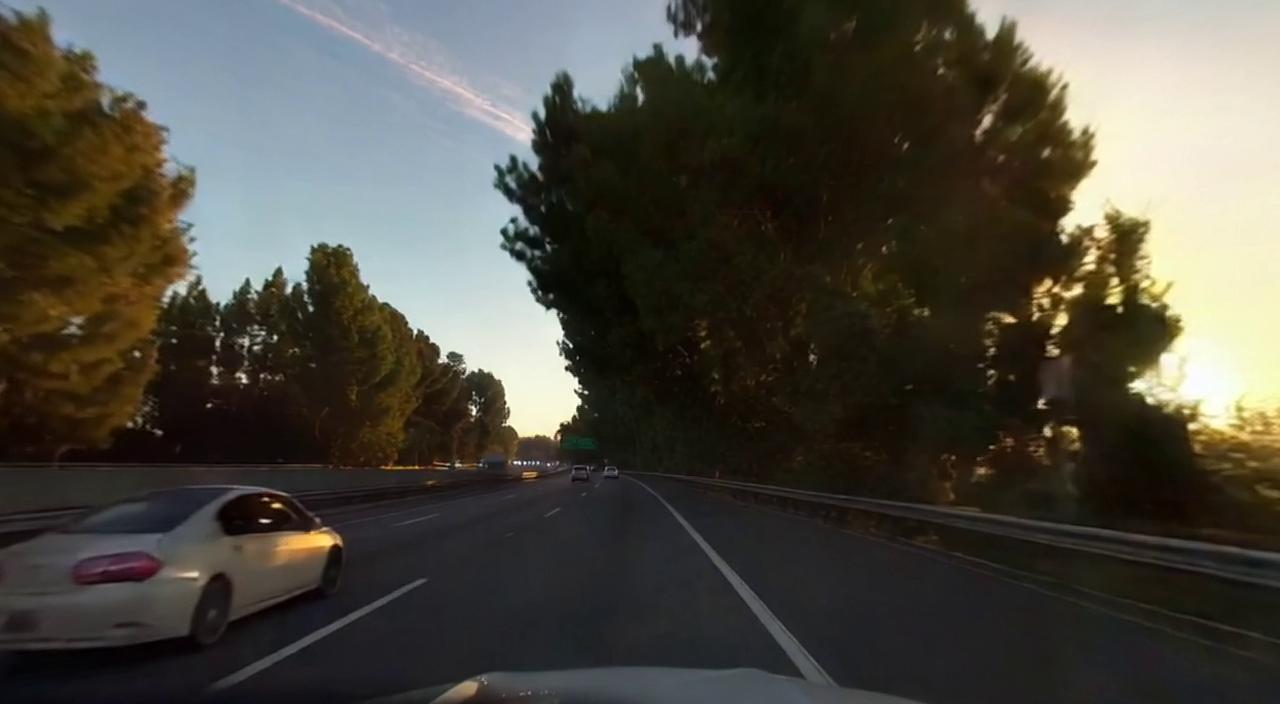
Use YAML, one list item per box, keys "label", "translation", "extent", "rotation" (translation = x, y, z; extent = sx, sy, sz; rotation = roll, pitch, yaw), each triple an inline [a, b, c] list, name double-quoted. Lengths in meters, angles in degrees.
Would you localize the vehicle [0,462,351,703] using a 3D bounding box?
- label: "vehicle"
  translation: [-4.500, 1.620, 4.893]
  extent: [2.131, 1.485, 4.858]
  rotation: [1, -11, 1]
